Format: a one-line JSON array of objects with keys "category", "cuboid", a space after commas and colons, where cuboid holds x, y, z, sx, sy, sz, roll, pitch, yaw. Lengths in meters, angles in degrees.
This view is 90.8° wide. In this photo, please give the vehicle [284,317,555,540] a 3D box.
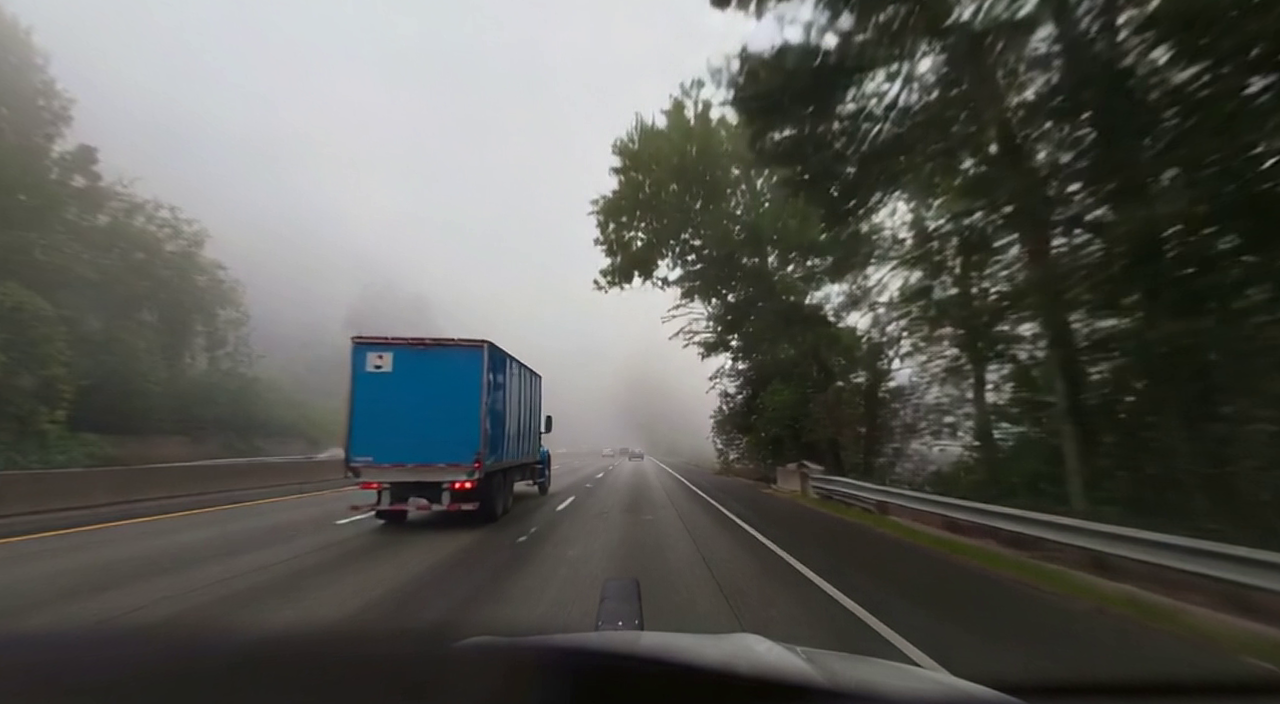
[{"category": "vehicle", "cuboid": [-3.800, 1.715, 13.513, 2.874, 3.309, 8.208, 0, -9, -1]}]
